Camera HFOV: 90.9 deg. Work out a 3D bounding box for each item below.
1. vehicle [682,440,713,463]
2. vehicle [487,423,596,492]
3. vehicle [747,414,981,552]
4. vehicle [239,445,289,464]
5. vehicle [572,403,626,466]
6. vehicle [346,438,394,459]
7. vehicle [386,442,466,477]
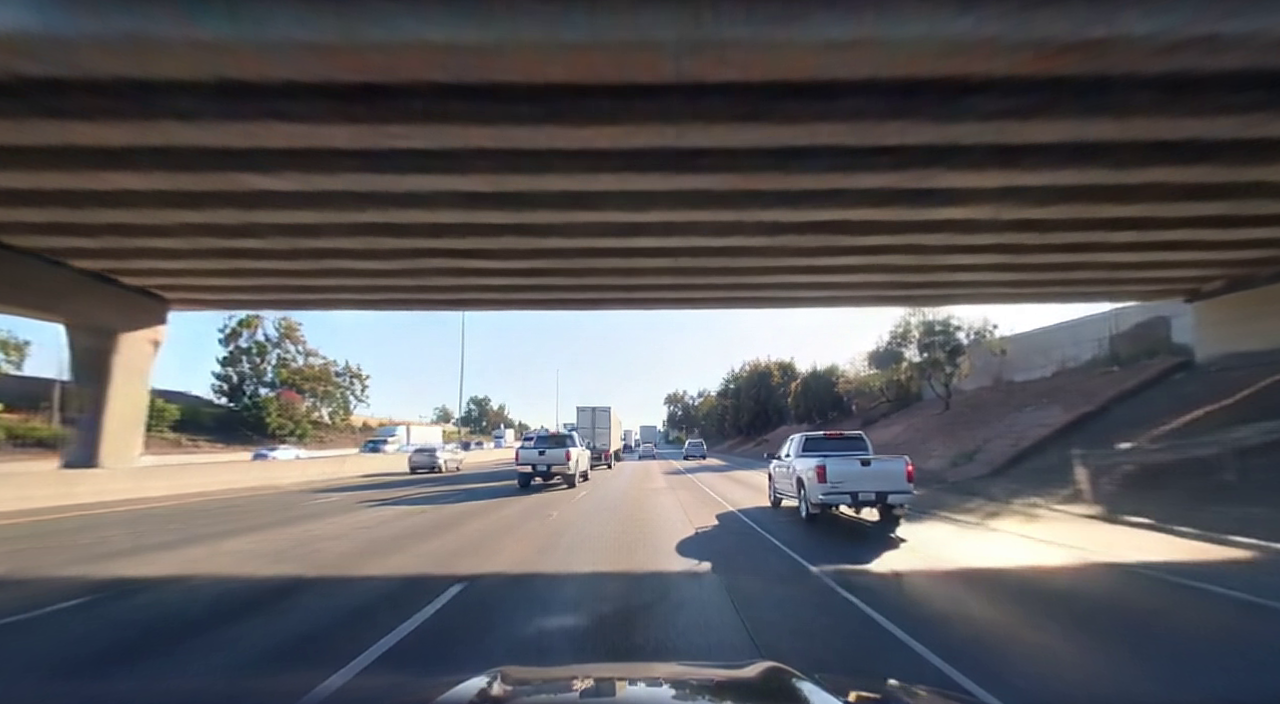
[{"bbox_3d":[4.400,7.667,48.863,2.026,1.661,3.865,0,-8,-1],"label":"vehicle"},{"bbox_3d":[-3.141,3.602,22.010,2.645,2.023,6.491,0,-8,1],"label":"vehicle"},{"bbox_3d":[3.103,1.913,9.903,2.028,1.658,4.334,0,-8,-1],"label":"vehicle"},{"bbox_3d":[-28.484,7.755,47.865,1.496,1.368,3.456,-1,-9,3],"label":"vehicle"},{"bbox_3d":[-2.869,6.583,49.378,2.869,4.108,15.564,0,-8,1],"label":"vehicle"},{"bbox_3d":[-21.226,7.611,49.786,2.145,1.512,3.656,0,-8,0],"label":"vehicle"},{"bbox_3d":[-9.857,4.974,29.512,1.981,1.495,4.834,0,-8,1],"label":"vehicle"}]
